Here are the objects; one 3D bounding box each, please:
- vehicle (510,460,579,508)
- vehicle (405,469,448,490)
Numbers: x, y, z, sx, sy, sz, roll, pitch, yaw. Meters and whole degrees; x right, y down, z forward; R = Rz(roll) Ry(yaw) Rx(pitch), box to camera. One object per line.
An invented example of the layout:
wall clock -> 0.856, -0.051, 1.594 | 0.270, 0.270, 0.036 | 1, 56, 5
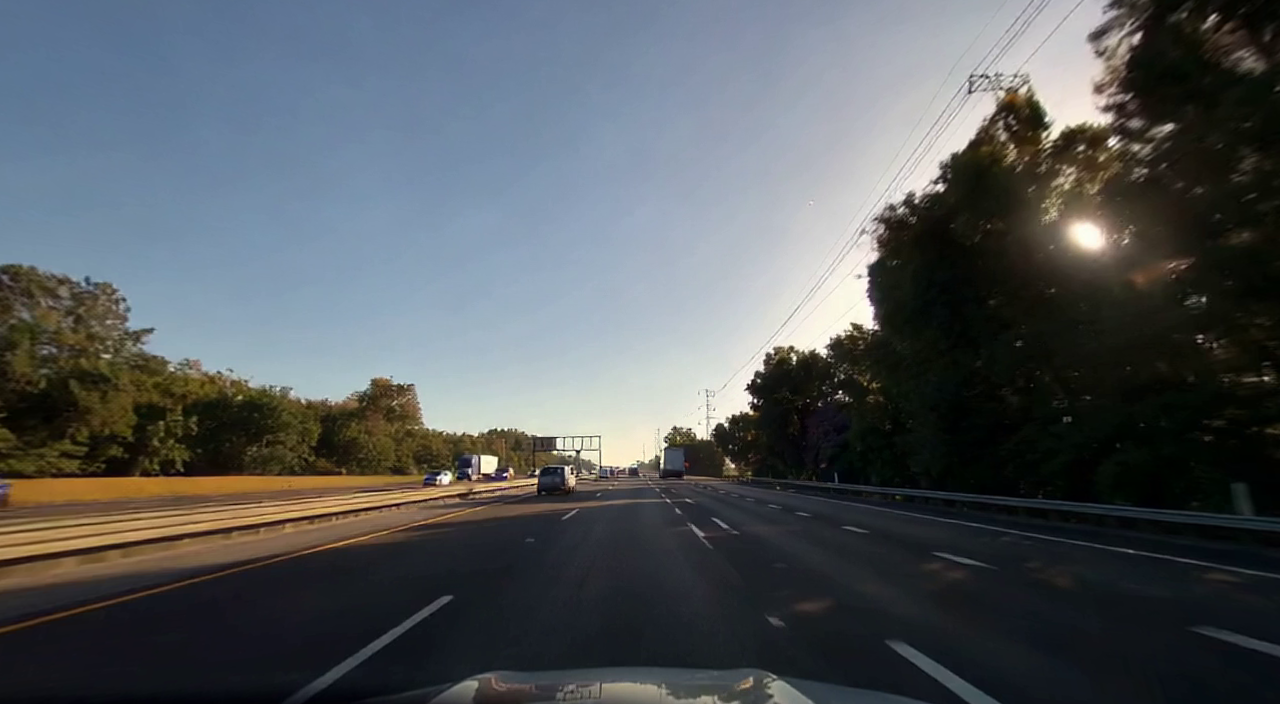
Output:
vehicle -> -3.466, 4.895, 23.618 | 1.942, 1.597, 3.943 | 1, -11, 0
vehicle -> -16.038, 9.607, 47.549 | 1.825, 1.468, 3.919 | 1, -11, 0
